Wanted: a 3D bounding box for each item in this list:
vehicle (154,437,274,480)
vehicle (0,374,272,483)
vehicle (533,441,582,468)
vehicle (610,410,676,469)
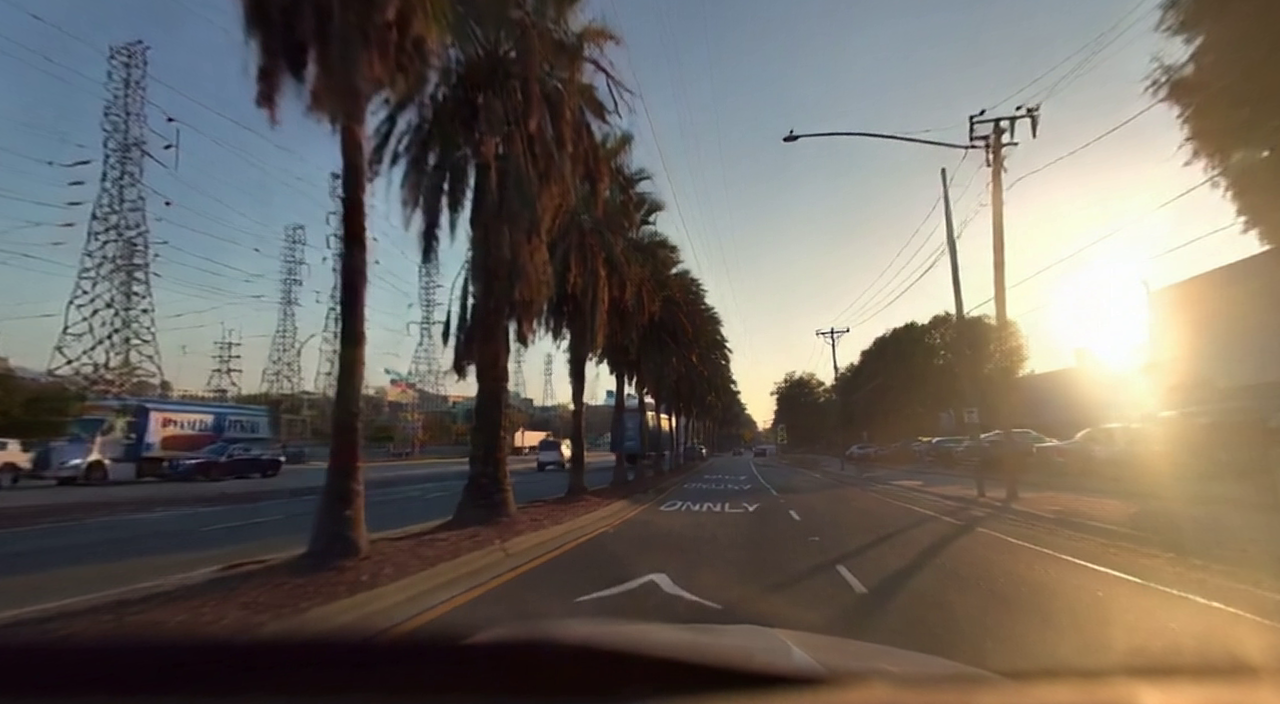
[{"bbox_3d":[-18.280,4.557,27.363,1.751,1.639,4.434,-3,-8,7],"label":"vehicle"},{"bbox_3d":[-21.731,3.675,28.134,2.907,3.760,11.193,-4,-10,6],"label":"vehicle"},{"bbox_3d":[-6.320,7.909,49.014,2.266,1.950,5.866,-1,-9,8],"label":"vehicle"},{"bbox_3d":[0.483,6.808,48.554,2.903,3.933,11.567,-2,-9,11],"label":"vehicle"}]
